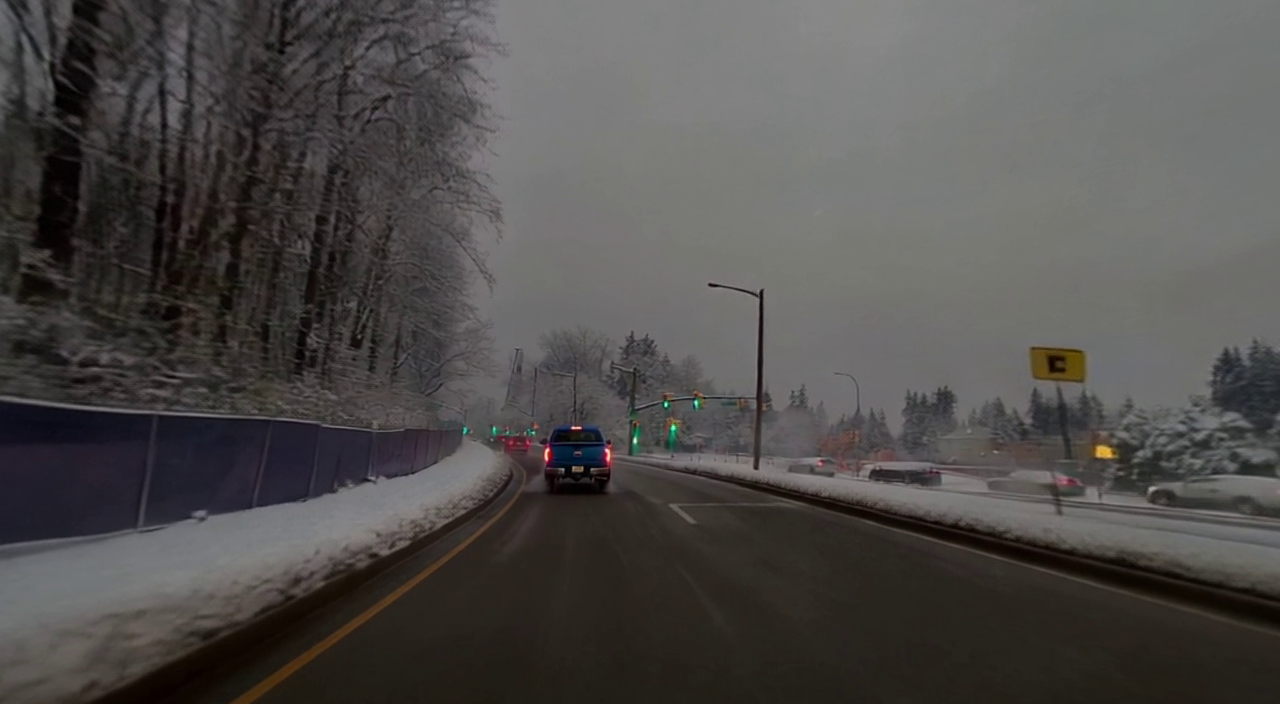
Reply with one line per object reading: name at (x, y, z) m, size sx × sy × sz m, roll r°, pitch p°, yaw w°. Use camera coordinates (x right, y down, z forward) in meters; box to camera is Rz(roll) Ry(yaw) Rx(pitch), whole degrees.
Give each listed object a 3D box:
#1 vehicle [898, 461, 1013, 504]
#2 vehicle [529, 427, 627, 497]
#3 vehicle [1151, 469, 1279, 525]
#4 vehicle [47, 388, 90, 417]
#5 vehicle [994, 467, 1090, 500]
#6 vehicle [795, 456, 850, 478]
vehicle at (13.063, 5.407, 26.481) m, size 1.838 × 1.494 × 4.553 m, roll 1°, pitch -9°, yaw -11°
vehicle at (-1.834, 3.137, 18.467) m, size 2.436 × 1.698 × 5.322 m, roll 1°, pitch -8°, yaw -6°
vehicle at (23.260, 5.548, 24.589) m, size 1.938 × 1.781 × 5.078 m, roll 1°, pitch -9°, yaw -8°
vehicle at (-40.128, 3.602, 44.393) m, size 1.907 × 1.637 × 5.187 m, roll 10°, pitch -13°, yaw -39°
vehicle at (21.748, 7.128, 34.375) m, size 1.805 × 1.494 × 4.362 m, roll 1°, pitch -9°, yaw -11°
vehicle at (14.161, 8.924, 49.245) m, size 1.884 × 1.622 × 4.485 m, roll 3°, pitch -10°, yaw -17°
